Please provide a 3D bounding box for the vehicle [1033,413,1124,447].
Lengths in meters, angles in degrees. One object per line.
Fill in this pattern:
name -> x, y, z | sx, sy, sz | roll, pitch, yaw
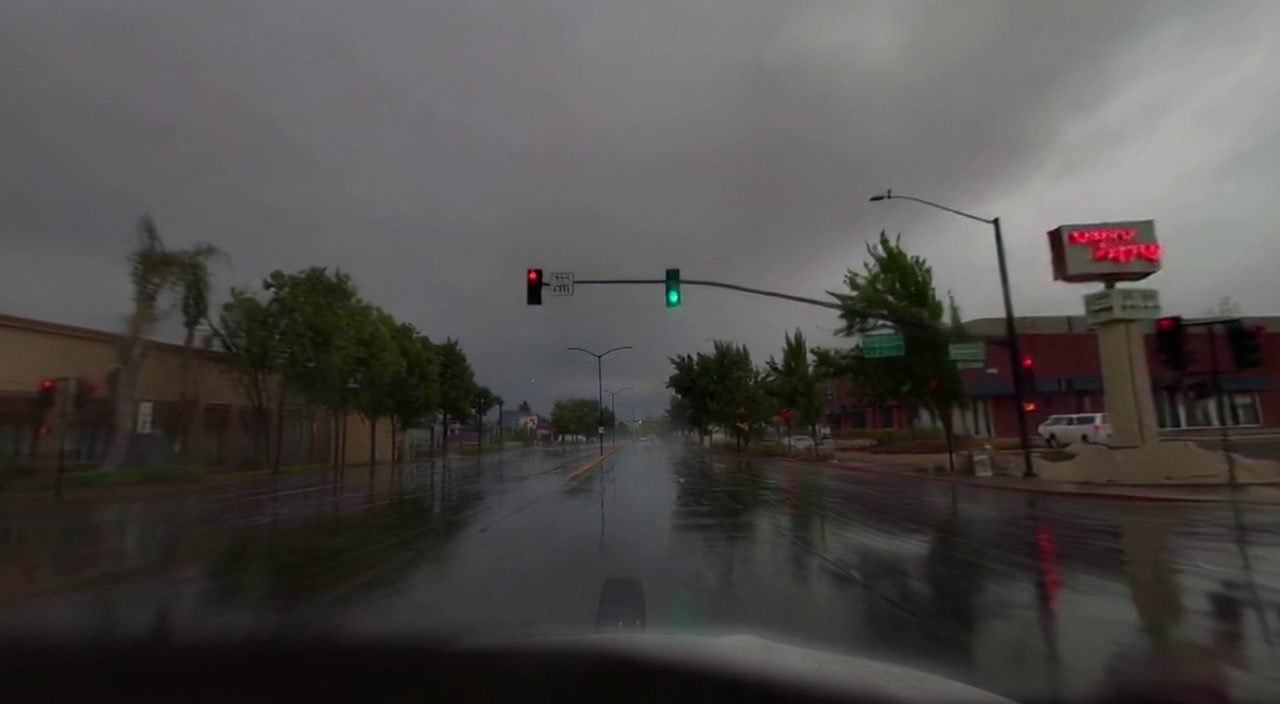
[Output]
vehicle -> 24.314, 4.415, 35.226 | 1.948, 1.776, 4.266 | 0, -9, -1
